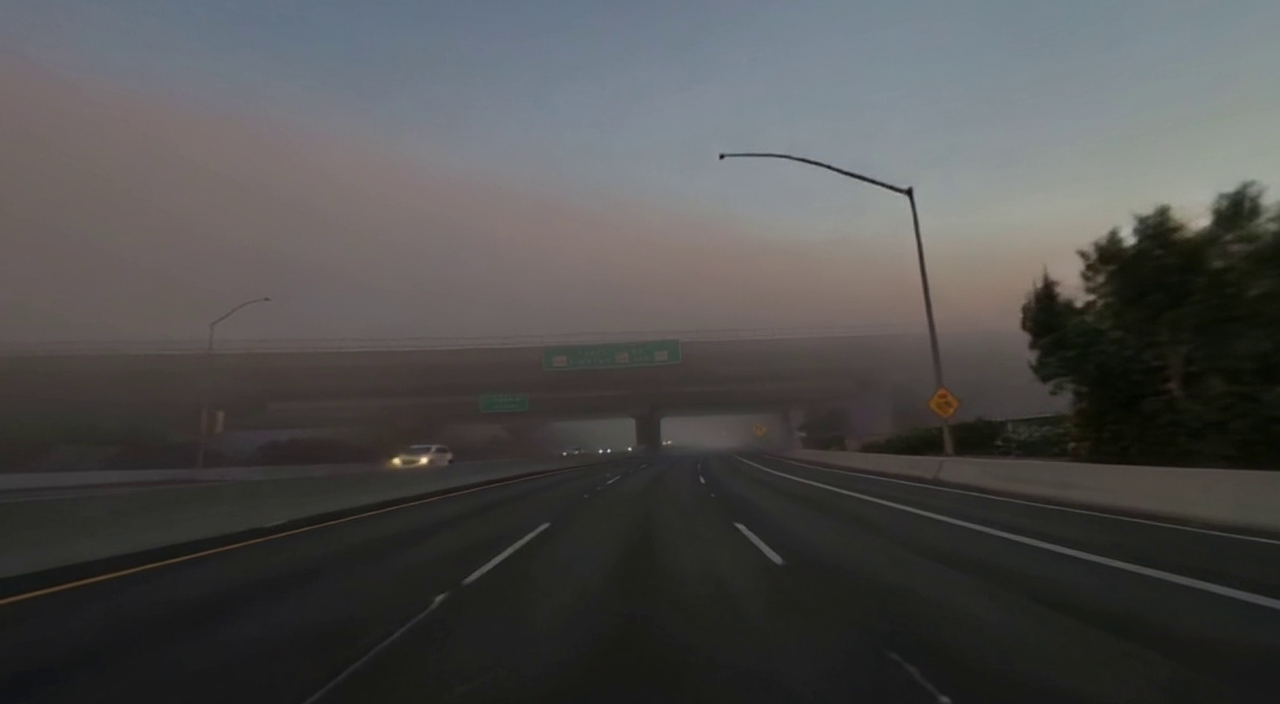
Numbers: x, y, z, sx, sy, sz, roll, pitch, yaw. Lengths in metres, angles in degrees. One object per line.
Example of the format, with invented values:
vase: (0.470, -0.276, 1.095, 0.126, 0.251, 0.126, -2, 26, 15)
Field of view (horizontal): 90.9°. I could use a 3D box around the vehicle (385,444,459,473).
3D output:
vehicle: (-14.313, 7.017, 41.880, 2.310, 1.742, 5.997, -1, -9, 5)
